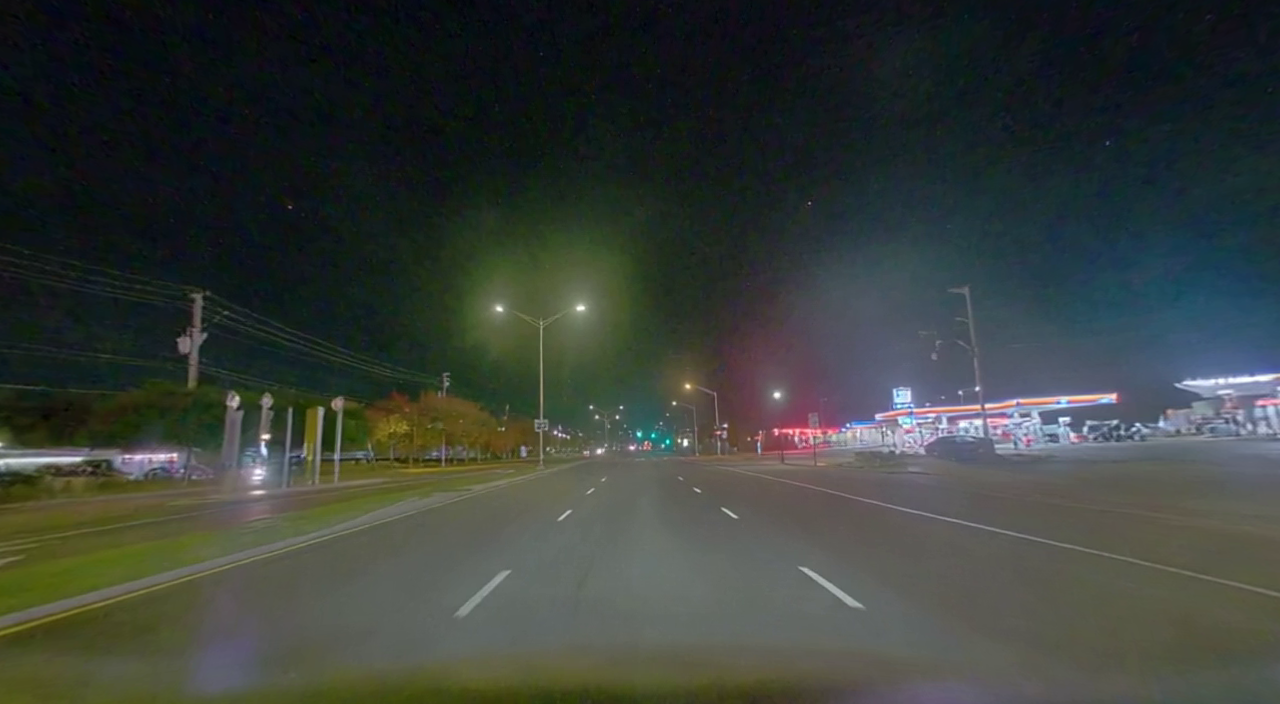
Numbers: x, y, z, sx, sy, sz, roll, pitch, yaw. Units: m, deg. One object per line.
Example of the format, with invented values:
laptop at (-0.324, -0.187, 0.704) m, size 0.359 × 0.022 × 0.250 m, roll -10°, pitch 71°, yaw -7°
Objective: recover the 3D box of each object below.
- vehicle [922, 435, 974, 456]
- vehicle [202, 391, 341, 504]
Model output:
vehicle at (23.236, 7.102, 47.860) m, size 1.747 × 1.371 × 4.368 m, roll -3°, pitch -10°, yaw 0°
vehicle at (-12.310, 3.218, 21.405) m, size 2.509 × 3.502 × 3.191 m, roll -1°, pitch -8°, yaw 2°
